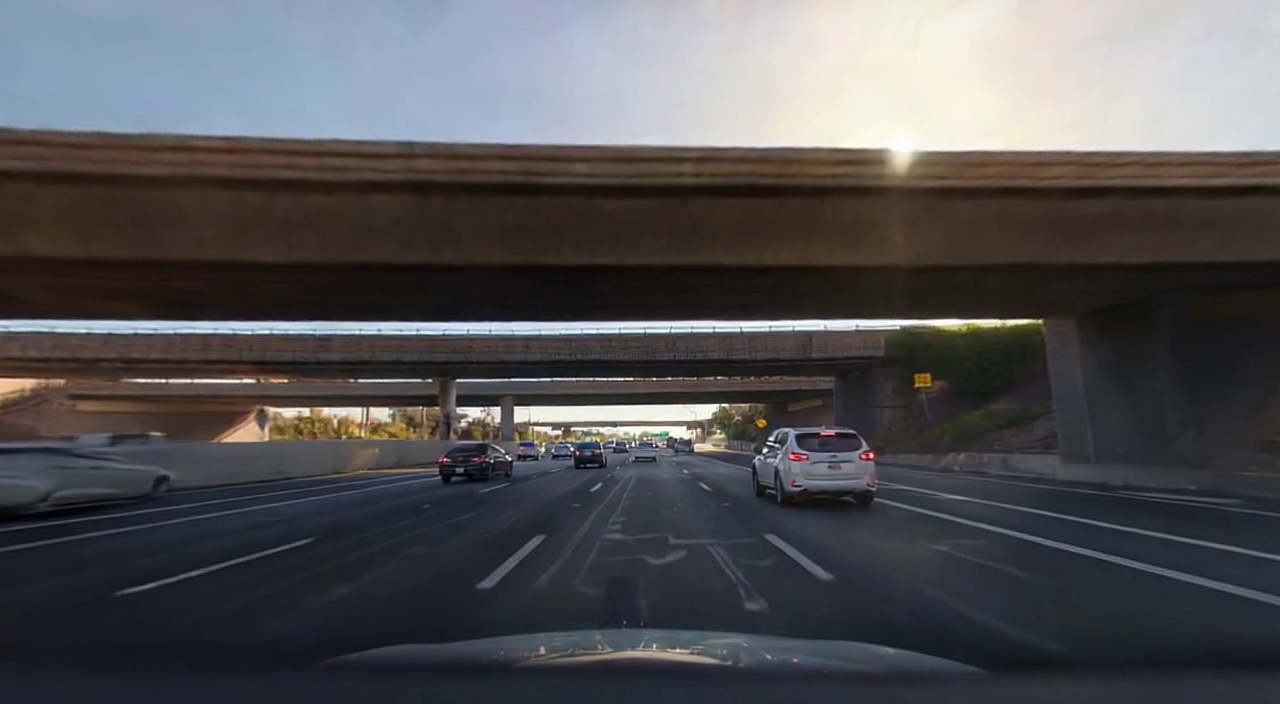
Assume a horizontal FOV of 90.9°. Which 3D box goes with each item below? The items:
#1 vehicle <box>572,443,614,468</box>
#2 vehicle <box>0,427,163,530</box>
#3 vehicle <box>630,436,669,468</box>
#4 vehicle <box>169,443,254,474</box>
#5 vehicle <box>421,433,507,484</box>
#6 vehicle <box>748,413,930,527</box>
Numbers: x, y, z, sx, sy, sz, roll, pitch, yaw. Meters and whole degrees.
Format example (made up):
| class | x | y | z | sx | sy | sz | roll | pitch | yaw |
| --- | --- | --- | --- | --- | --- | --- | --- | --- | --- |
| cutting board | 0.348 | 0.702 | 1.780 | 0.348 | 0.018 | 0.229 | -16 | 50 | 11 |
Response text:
| class | x | y | z | sx | sy | sz | roll | pitch | yaw |
| --- | --- | --- | --- | --- | --- | --- | --- | --- | --- |
| vehicle | -2.794 | 6.291 | 38.589 | 2.205 | 1.406 | 4.286 | 0 | -8 | 1 |
| vehicle | -11.724 | 2.259 | 11.506 | 2.076 | 1.701 | 5.093 | 0 | -8 | 0 |
| vehicle | 0.565 | 5.706 | 36.184 | 2.133 | 1.739 | 3.925 | 0 | -8 | 2 |
| vehicle | -23.278 | 5.772 | 34.459 | 1.717 | 1.566 | 4.303 | 0 | -8 | -2 |
| vehicle | -6.365 | 3.898 | 23.321 | 1.946 | 1.688 | 4.019 | 0 | -8 | 1 |
| vehicle | 3.641 | 2.259 | 12.639 | 2.083 | 1.823 | 4.627 | 0 | -8 | -1 |
